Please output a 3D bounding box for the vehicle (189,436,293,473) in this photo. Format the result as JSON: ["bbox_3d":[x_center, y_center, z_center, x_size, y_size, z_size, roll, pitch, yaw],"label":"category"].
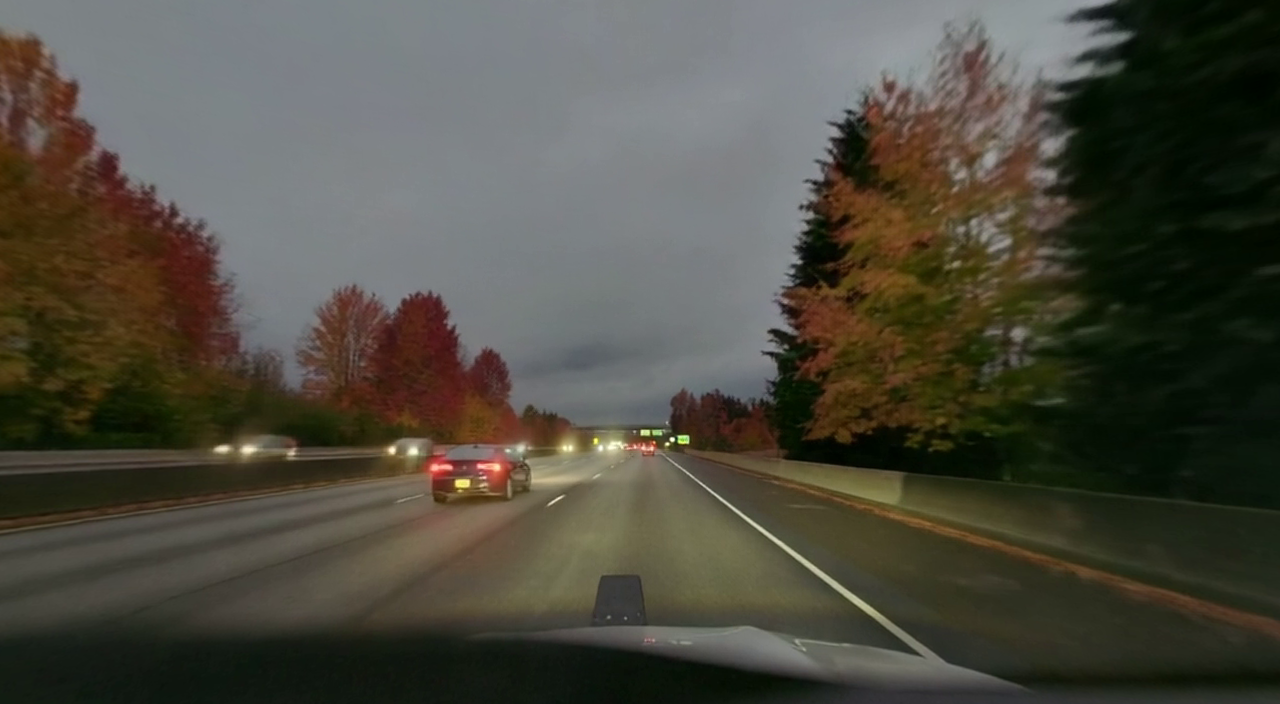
[{"bbox_3d":[-19.798,5.077,31.526,2.081,1.688,4.717,0,-8,0],"label":"vehicle"}]

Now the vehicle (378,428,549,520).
[{"bbox_3d":[-3.423,2.468,13.379,2.061,1.572,4.814,0,-8,3],"label":"vehicle"}]

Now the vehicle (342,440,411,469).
[{"bbox_3d":[-15.503,6.049,37.322,1.976,1.592,4.573,0,-8,2],"label":"vehicle"}]
